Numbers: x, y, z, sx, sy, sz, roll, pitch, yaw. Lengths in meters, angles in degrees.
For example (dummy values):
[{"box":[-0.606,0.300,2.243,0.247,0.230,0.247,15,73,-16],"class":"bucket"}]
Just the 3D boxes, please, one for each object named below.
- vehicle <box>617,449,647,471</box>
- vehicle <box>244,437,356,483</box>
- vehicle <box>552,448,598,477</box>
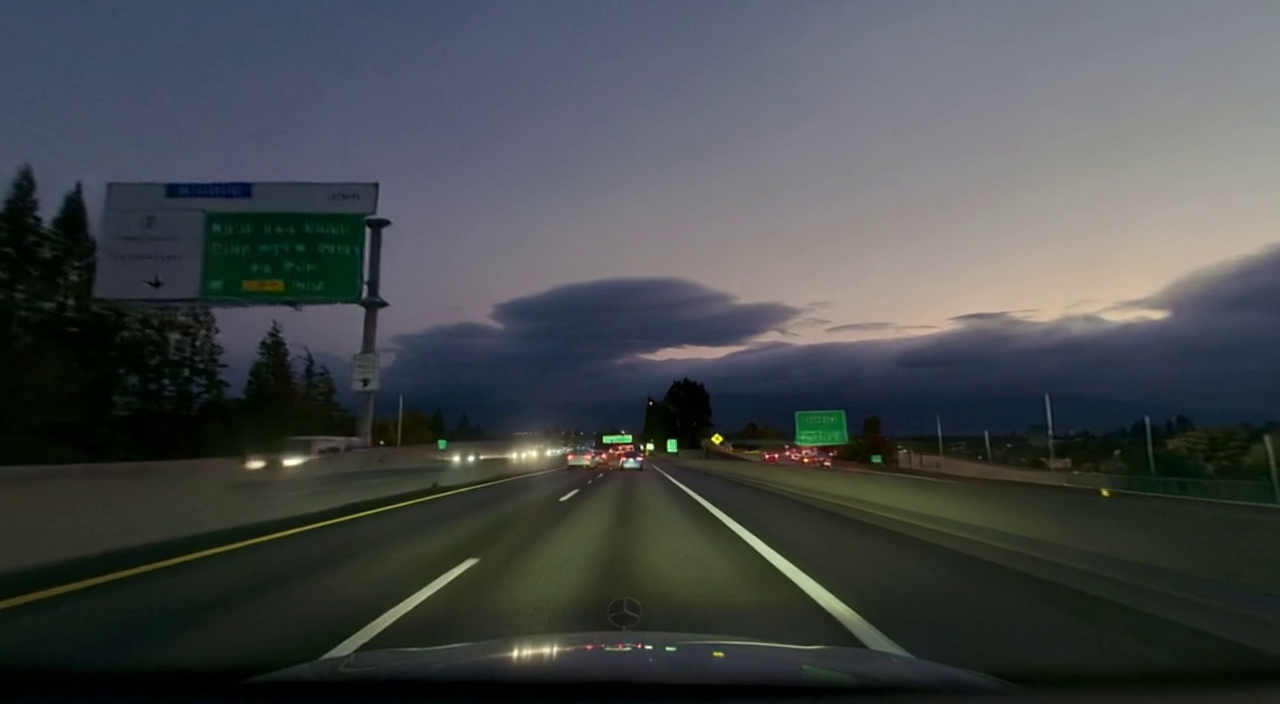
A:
[{"box":[-0.576,7.777,45.656,2.100,1.471,3.956,0,-8,0],"class":"vehicle"},{"box":[-14.038,4.470,26.455,1.813,1.728,5.143,0,-8,0],"class":"vehicle"},{"box":[-3.617,6.204,35.805,2.067,1.509,4.551,0,-8,0],"class":"vehicle"}]
